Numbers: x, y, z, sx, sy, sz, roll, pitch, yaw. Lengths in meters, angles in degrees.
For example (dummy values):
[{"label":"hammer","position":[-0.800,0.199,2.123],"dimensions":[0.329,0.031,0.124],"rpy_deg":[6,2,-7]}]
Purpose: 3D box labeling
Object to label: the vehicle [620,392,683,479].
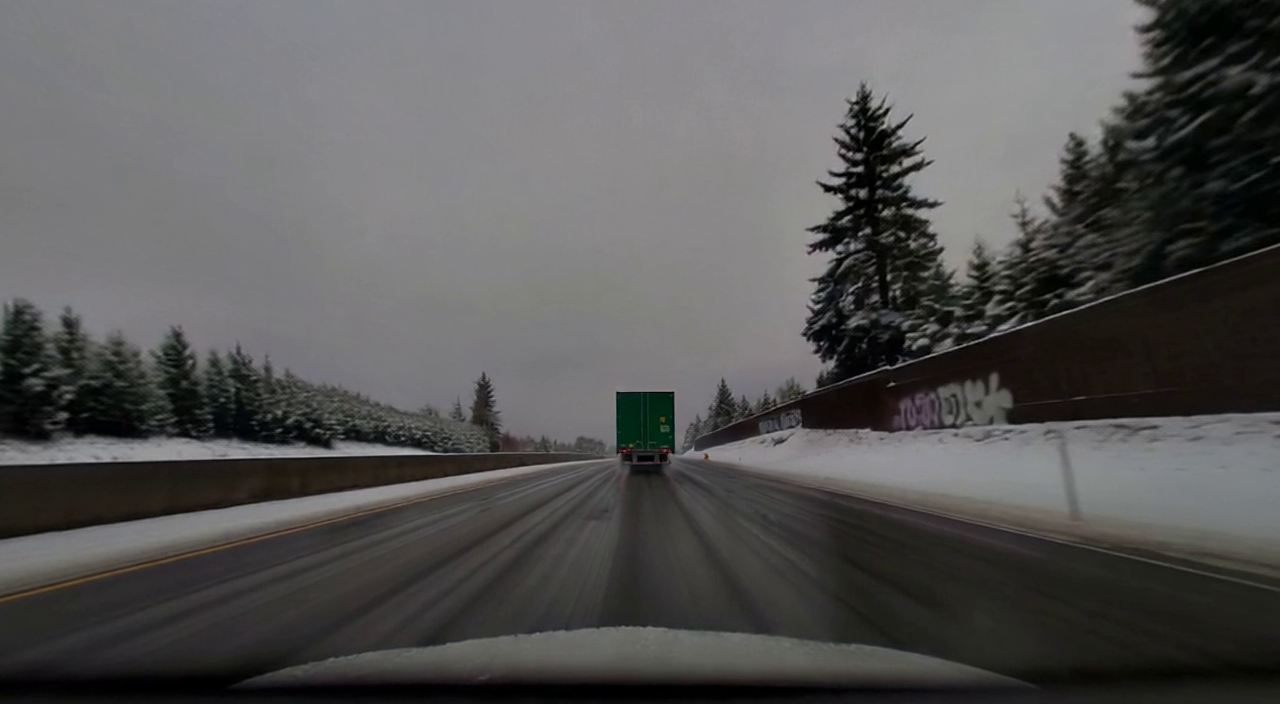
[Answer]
[{"label":"vehicle","position":[0.403,4.607,33.888],"dimensions":[2.900,3.955,10.151],"rpy_deg":[0,-9,-1]}]
